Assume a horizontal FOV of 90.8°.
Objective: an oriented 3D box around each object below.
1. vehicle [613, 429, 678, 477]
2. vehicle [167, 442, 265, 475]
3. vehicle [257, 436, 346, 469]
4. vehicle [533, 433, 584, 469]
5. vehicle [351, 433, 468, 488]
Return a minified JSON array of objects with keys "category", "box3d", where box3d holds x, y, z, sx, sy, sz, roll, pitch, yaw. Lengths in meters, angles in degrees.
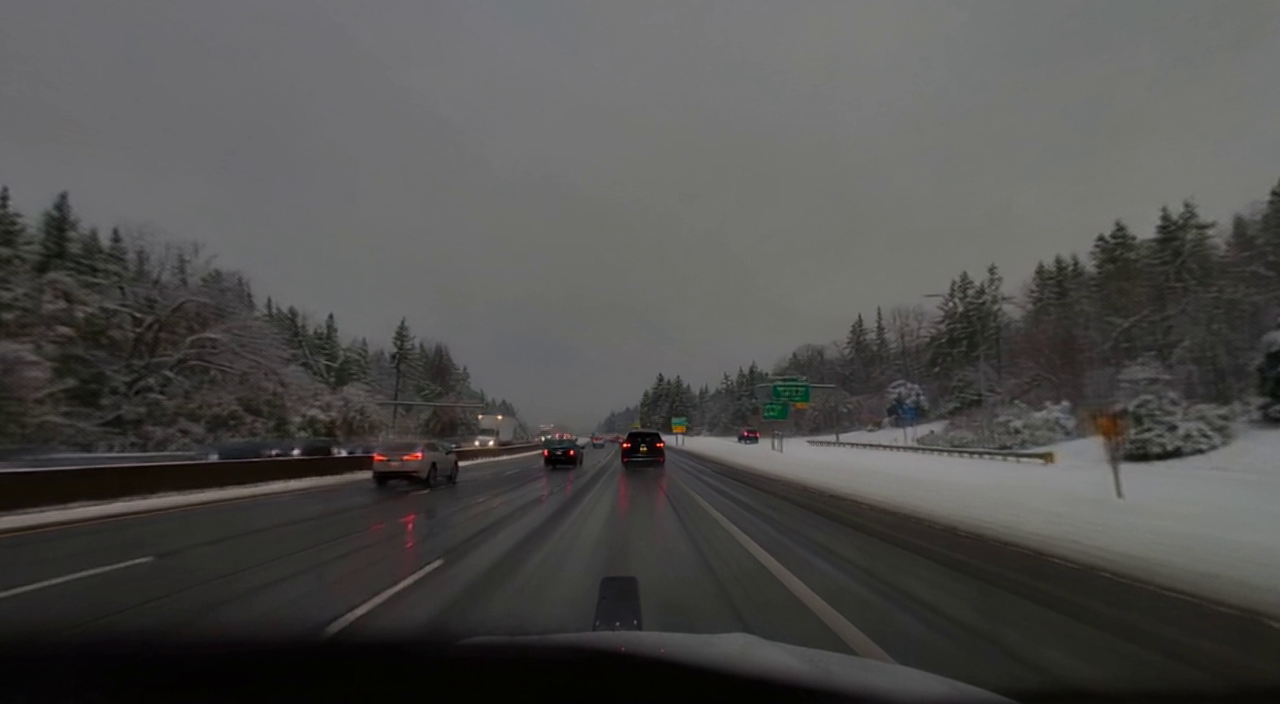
[{"category":"vehicle","box3d":[0.185,4.005,25.244,2.378,1.750,4.355,0,-8,-1]},{"category":"vehicle","box3d":[-21.720,5.461,32.637,1.958,1.592,4.509,0,-8,-1]},{"category":"vehicle","box3d":[-17.325,5.178,32.664,2.019,1.594,4.622,0,-8,1]},{"category":"vehicle","box3d":[-4.168,5.146,33.044,2.044,1.717,4.421,0,-8,0]},{"category":"vehicle","box3d":[-7.589,3.620,21.397,2.195,1.652,4.733,0,-8,0]}]
